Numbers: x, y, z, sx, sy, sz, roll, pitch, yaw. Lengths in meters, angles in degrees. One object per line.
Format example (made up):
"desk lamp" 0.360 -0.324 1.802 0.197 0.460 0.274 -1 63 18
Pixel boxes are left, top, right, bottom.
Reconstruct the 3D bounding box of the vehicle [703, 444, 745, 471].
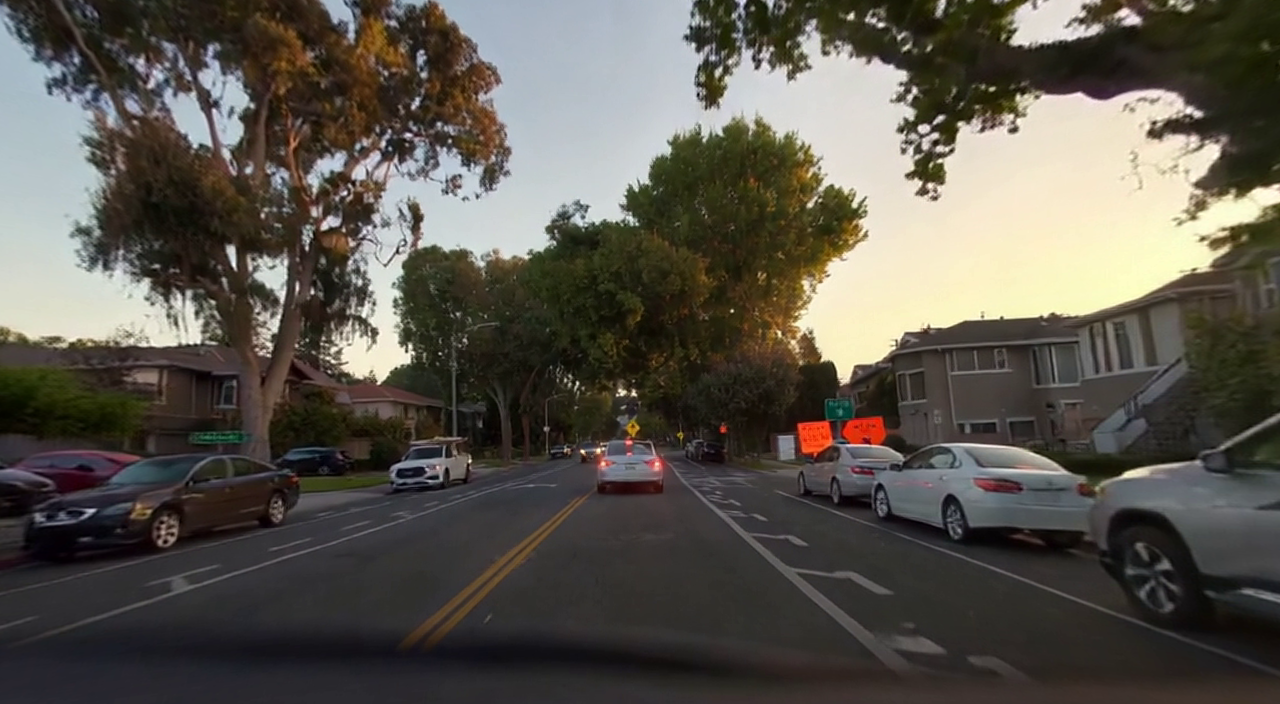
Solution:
"vehicle" 4.844 6.177 36.959 1.985 1.481 4.116 0 -8 1

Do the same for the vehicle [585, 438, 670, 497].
"vehicle" -0.279 3.229 18.028 2.151 1.481 4.084 0 -8 1

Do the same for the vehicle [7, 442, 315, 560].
"vehicle" -8.039 2.471 11.307 2.036 1.676 4.440 0 -8 -1

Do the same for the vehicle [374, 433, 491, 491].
"vehicle" -8.181 4.409 25.695 2.659 2.047 6.014 0 -8 0

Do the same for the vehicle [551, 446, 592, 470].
"vehicle" -4.531 6.831 40.904 1.997 1.464 4.925 2 -9 -13

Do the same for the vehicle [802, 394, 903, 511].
"vehicle" 5.238 2.496 15.859 1.409 2.648 2.645 1 -8 -4

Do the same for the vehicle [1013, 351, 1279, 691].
"vehicle" 4.848 0.911 3.168 2.279 1.946 5.925 0 -8 0
